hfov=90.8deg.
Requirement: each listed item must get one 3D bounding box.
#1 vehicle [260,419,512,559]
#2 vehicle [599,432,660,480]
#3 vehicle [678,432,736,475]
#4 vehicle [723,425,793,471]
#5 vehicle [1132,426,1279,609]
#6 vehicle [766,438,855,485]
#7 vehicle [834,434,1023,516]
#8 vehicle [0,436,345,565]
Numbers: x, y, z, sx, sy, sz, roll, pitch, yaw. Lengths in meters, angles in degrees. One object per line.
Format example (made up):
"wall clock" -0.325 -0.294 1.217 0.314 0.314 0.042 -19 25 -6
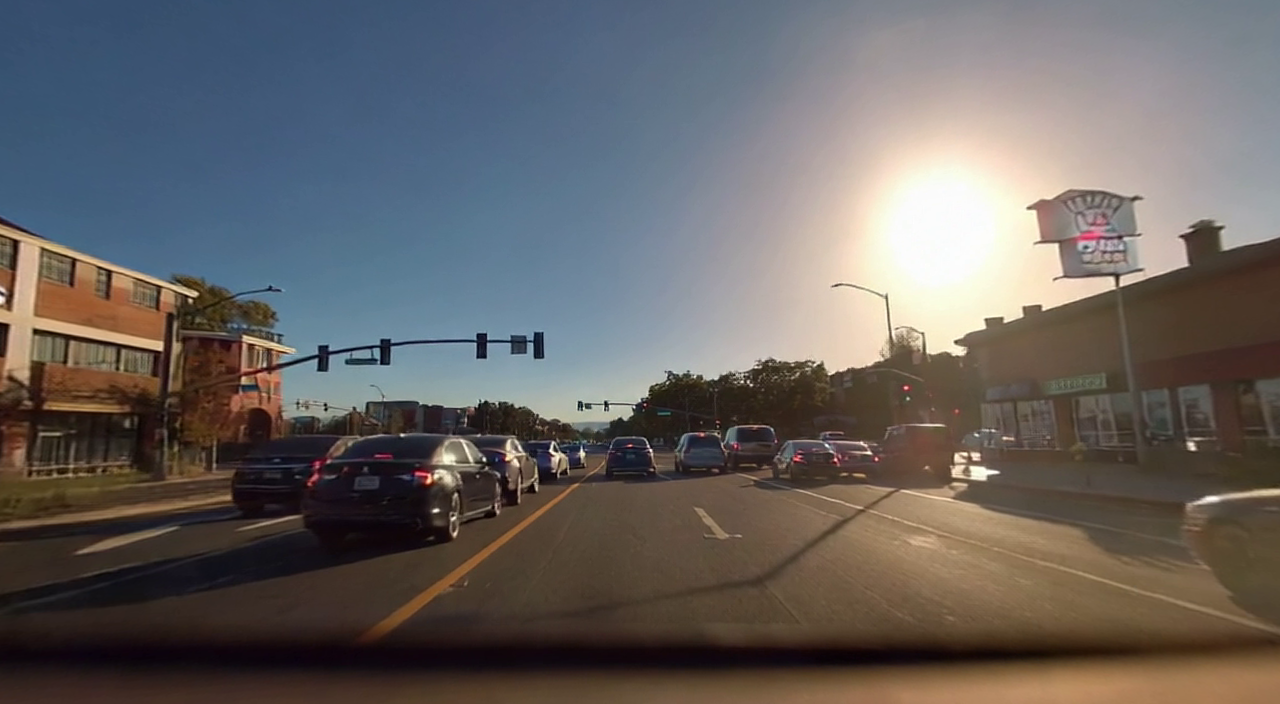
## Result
"vehicle" -3.444 1.936 9.669 2.063 1.625 4.290 0 -8 0
"vehicle" -0.411 4.201 25.775 2.261 1.741 4.255 0 -8 -1
"vehicle" 2.934 4.578 28.738 2.018 1.779 4.338 0 -8 -2
"vehicle" 6.016 5.040 33.152 2.510 2.176 5.527 0 -8 -1
"vehicle" 6.135 1.207 4.288 2.017 1.453 4.497 0 -8 1
"vehicle" 6.079 3.935 23.095 1.884 1.522 4.557 0 -8 -1
"vehicle" 6.109 2.642 14.169 1.969 1.502 4.663 0 -8 -1
"vehicle" -6.485 2.034 9.509 1.989 1.459 4.439 0 -8 -1
